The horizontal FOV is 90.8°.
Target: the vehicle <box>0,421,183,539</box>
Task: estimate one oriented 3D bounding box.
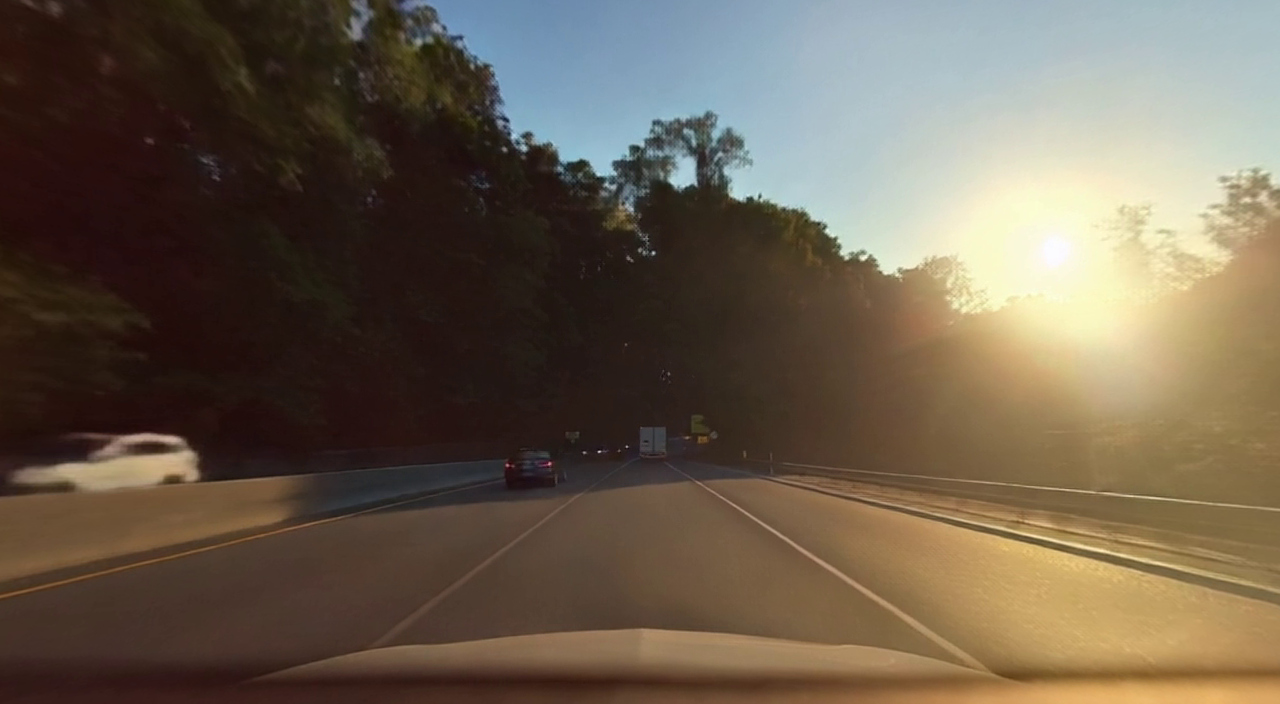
[{"bbox_3d":[-12.367,2.562,12.992,2.021,2.068,5.034,0,-9,0],"label":"vehicle"}]

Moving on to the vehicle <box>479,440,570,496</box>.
[{"bbox_3d":[-3.582,3.711,20.461,2.057,1.618,4.212,0,-9,1],"label":"vehicle"}]
